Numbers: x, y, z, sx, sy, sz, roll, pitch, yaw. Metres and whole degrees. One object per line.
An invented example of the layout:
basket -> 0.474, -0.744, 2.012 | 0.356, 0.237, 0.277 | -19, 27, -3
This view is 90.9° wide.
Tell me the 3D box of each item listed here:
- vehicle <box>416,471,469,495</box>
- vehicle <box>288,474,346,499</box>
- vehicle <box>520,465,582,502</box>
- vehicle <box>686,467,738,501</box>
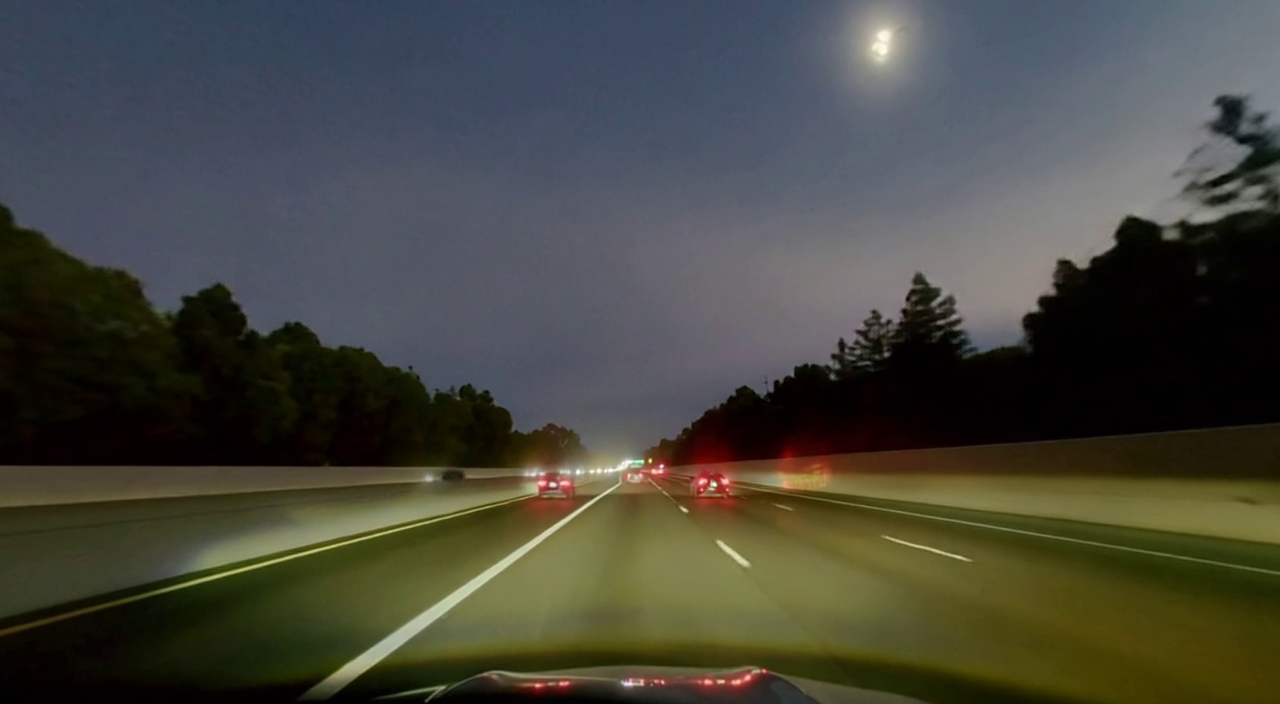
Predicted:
vehicle -> -12.760, 8.494, 41.051 | 1.913, 1.435, 4.527 | 0, -10, 1
vehicle -> -20.615, 8.609, 40.386 | 1.698, 1.451, 3.764 | 0, -10, 0
vehicle -> -3.896, 5.872, 28.434 | 2.004, 1.468, 4.812 | 0, -10, 0
vehicle -> 3.427, 6.419, 30.833 | 1.981, 1.516, 4.109 | 1, -10, -1
